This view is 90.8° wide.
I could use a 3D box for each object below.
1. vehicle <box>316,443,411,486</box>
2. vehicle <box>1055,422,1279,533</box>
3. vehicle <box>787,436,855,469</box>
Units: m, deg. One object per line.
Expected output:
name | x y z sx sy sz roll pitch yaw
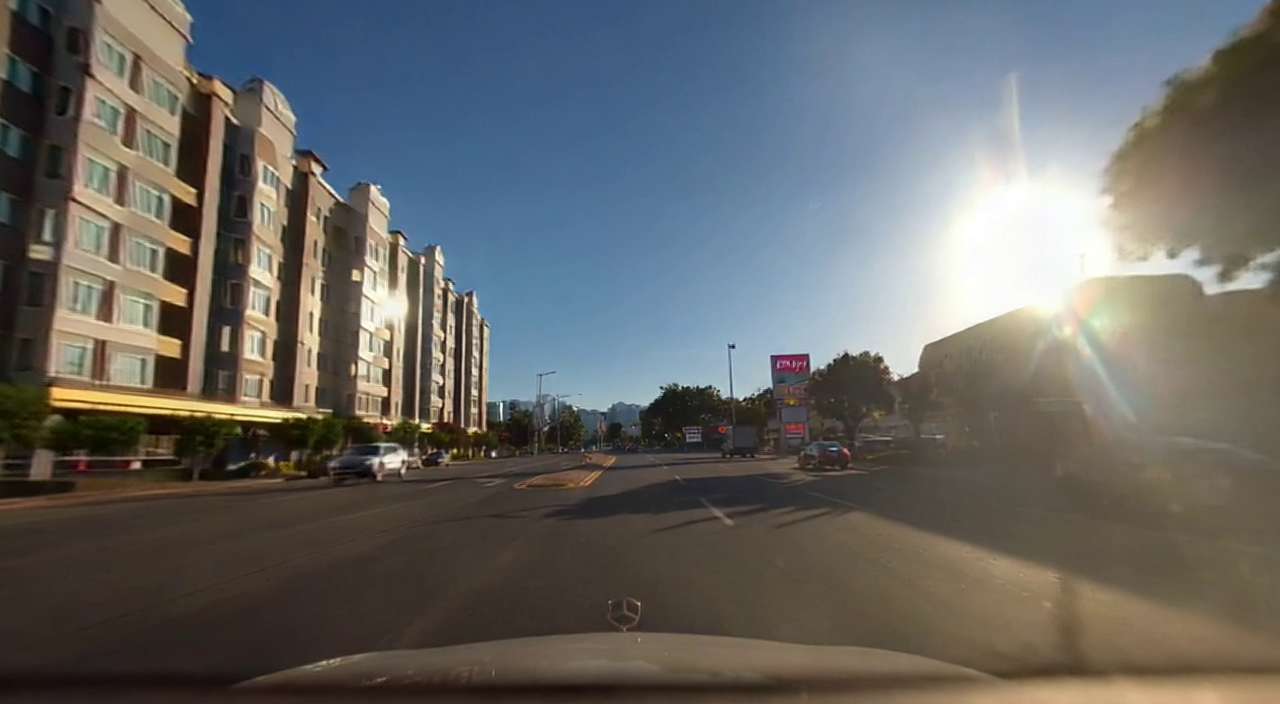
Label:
vehicle | -12.340 5.015 28.604 2.262 1.732 4.501 0 -8 0
vehicle | 10.579 2.273 12.089 2.078 1.688 4.557 1 -8 -2
vehicle | 10.039 5.621 35.541 2.183 1.698 5.010 1 -8 -2
